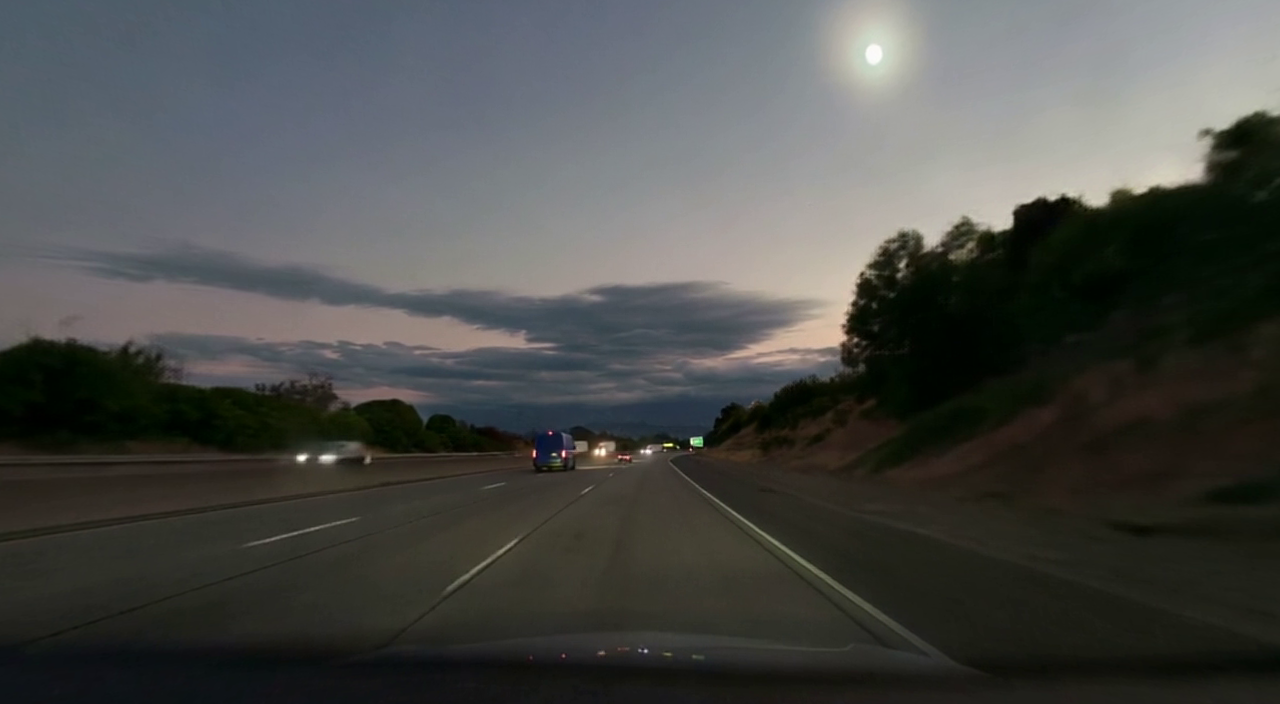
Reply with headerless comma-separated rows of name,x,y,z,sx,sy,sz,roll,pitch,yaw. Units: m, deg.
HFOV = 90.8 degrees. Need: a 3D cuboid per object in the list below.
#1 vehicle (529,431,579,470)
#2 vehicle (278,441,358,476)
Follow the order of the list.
vehicle,-5.829,6.800,43.489,2.449,2.471,6.130,0,-9,1
vehicle,-18.452,6.146,36.454,2.079,1.855,4.725,0,-9,1
